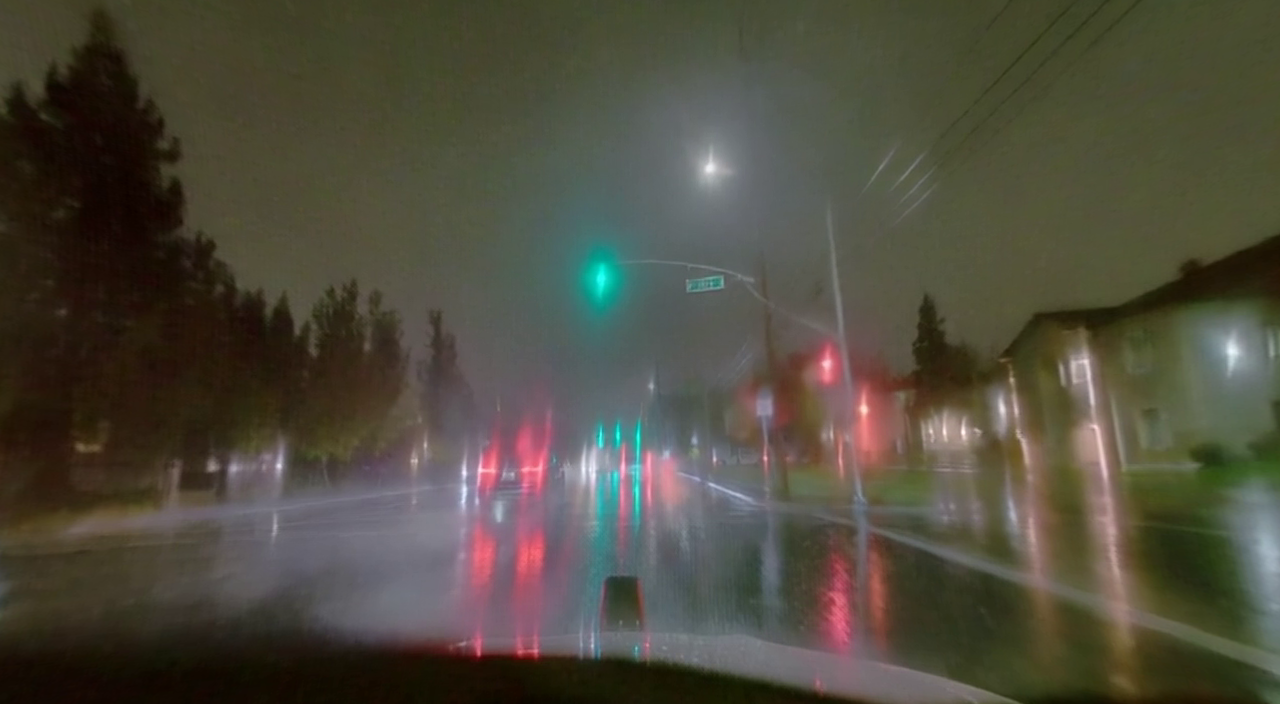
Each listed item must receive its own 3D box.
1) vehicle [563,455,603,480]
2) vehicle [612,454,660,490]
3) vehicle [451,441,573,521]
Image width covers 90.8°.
[{"bbox_3d":[-3.776,7.774,42.737,2.268,1.522,4.350,0,-8,0],"label":"vehicle"},{"bbox_3d":[-0.164,5.521,29.351,2.062,1.518,3.901,0,-8,0],"label":"vehicle"},{"bbox_3d":[-3.119,3.227,16.482,2.157,1.771,4.452,0,-8,1],"label":"vehicle"}]
